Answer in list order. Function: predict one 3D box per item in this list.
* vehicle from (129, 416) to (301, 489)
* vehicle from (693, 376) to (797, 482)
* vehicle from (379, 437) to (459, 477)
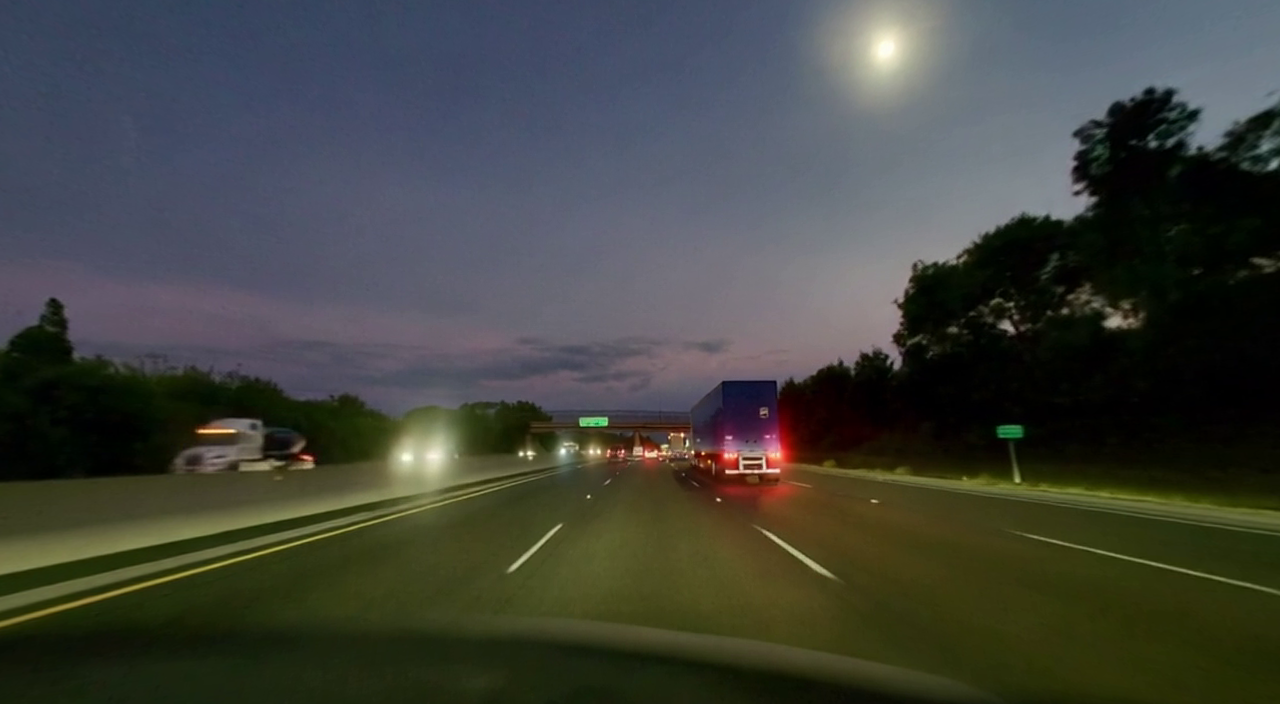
[{"bbox_3d":[-17.409,4.209,26.504,2.270,2.631,6.924,0,-9,1],"label":"vehicle"},{"bbox_3d":[4.596,4.036,31.287,2.825,4.054,14.210,0,-9,0],"label":"vehicle"},{"bbox_3d":[-10.625,5.104,30.775,2.074,1.806,4.842,0,-9,1],"label":"vehicle"}]
